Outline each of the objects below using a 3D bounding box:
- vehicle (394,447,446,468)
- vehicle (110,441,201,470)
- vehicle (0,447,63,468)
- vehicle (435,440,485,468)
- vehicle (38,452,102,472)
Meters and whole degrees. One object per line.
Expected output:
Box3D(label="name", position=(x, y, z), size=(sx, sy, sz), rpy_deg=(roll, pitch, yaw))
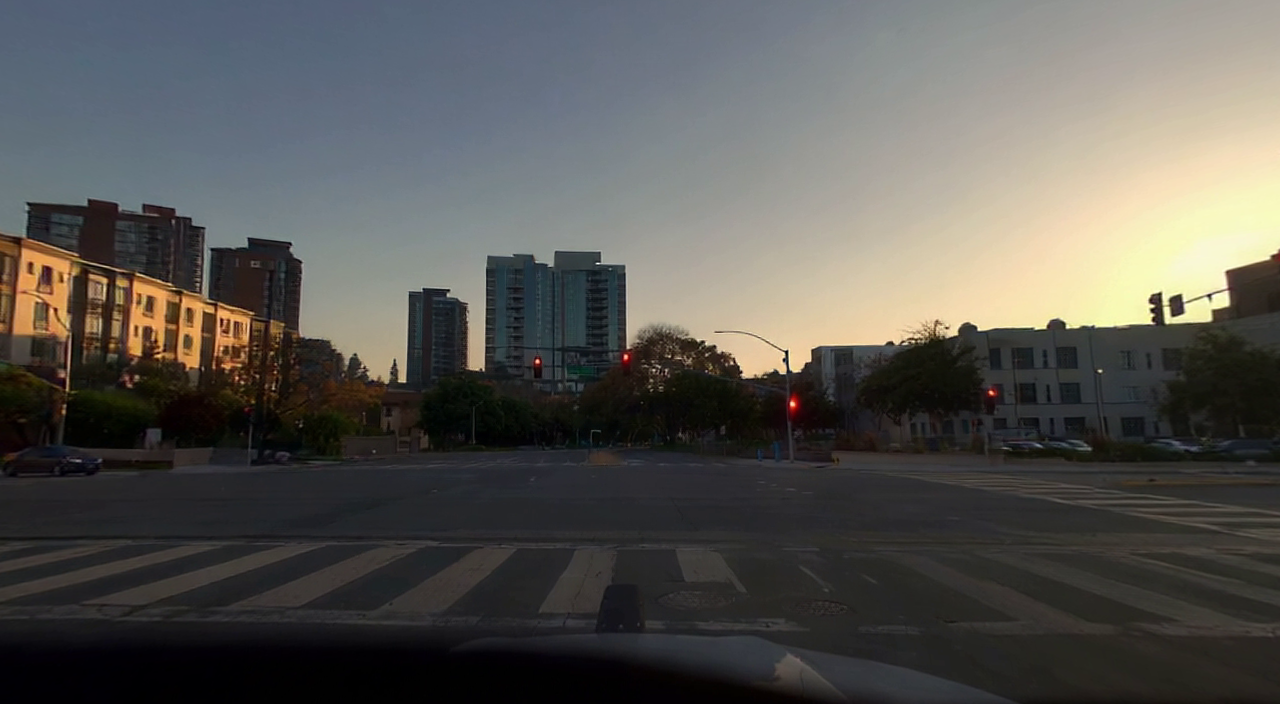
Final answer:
Box3D(label="vehicle", position=(-15.521, 7.445, 44.798), size=(2.056, 1.450, 4.343), rpy_deg=(0, -8, 0))
Box3D(label="vehicle", position=(-34.909, 7.425, 45.735), size=(2.204, 1.955, 5.518), rpy_deg=(0, -8, 0))
Box3D(label="vehicle", position=(-45.258, 7.765, 46.593), size=(1.858, 1.467, 3.624), rpy_deg=(0, -8, 0))
Box3D(label="vehicle", position=(-11.964, 6.800, 42.314), size=(2.080, 1.763, 4.341), rpy_deg=(0, -8, 0))
Box3D(label="vehicle", position=(-41.594, 8.015, 46.202), size=(1.552, 1.339, 3.340), rpy_deg=(-2, -9, 0))
